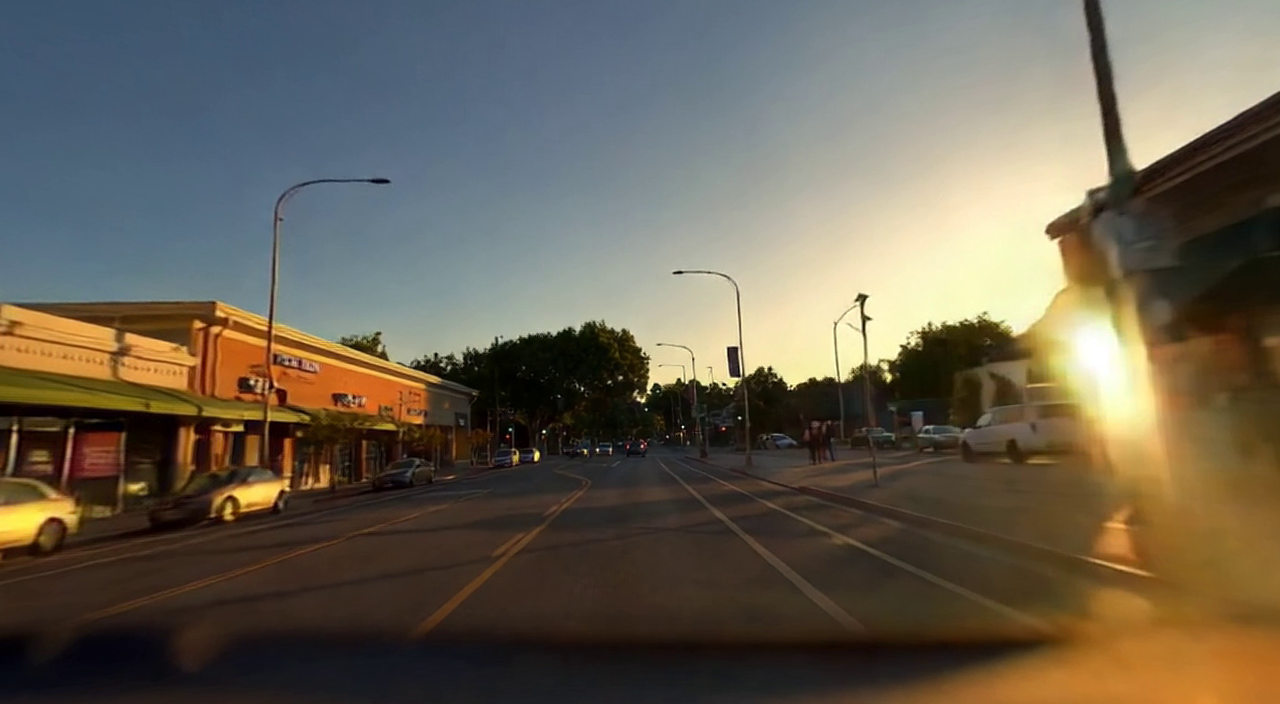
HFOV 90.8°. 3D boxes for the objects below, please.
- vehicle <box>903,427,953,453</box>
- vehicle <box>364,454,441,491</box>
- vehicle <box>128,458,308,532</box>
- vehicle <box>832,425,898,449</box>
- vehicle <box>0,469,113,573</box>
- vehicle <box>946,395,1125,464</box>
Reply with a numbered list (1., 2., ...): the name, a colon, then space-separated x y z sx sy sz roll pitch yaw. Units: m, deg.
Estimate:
1. vehicle: 17.166 5.279 37.860 1.773 1.446 4.421 -3 -8 13
2. vehicle: -10.978 5.577 29.531 1.828 1.470 4.523 0 -8 0
3. vehicle: -10.863 3.663 16.717 1.837 1.586 4.155 0 -8 0
4. vehicle: 17.071 6.506 48.087 4.135 1.753 2.122 -1 -9 1
5. vehicle: -10.775 2.626 9.590 1.784 1.502 4.344 0 -8 0
6. vehicle: 12.786 2.629 20.996 2.532 1.997 5.001 0 -8 -2
